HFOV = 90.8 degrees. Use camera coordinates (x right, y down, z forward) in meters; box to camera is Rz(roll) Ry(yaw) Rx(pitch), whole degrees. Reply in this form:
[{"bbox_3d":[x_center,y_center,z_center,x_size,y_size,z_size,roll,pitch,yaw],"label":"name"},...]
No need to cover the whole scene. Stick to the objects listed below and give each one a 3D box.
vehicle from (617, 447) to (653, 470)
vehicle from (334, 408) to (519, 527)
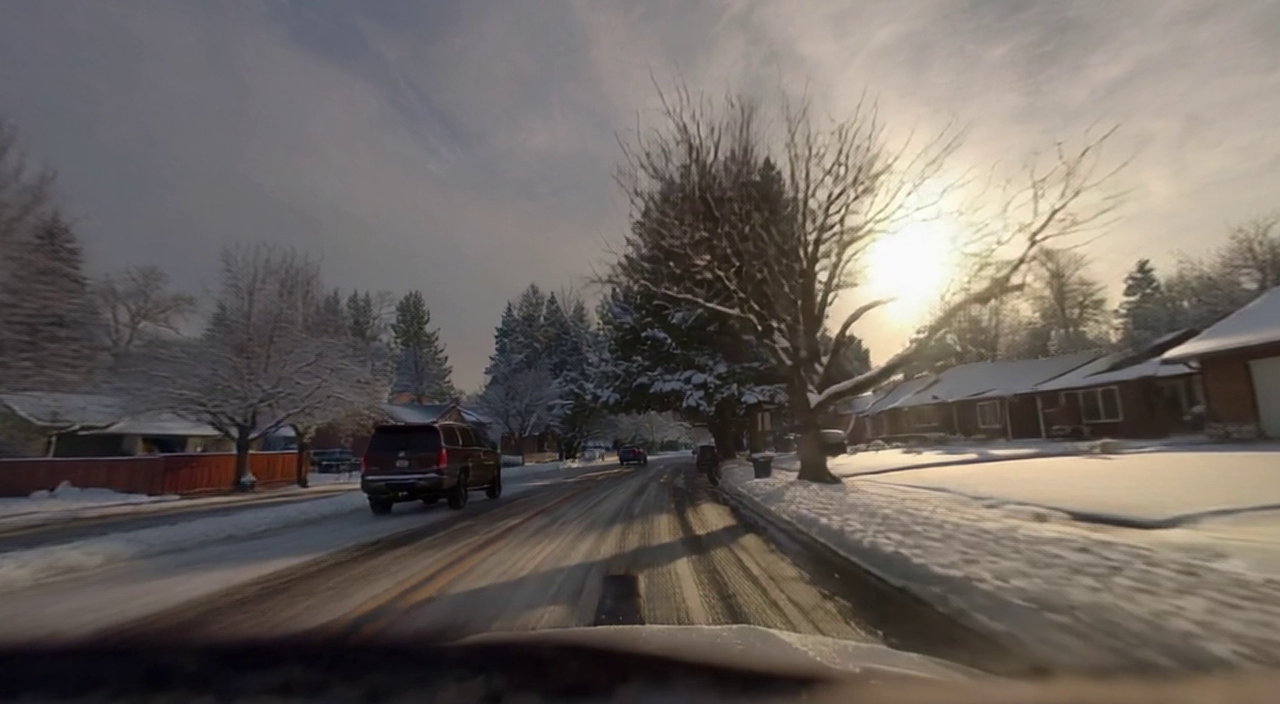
[{"bbox_3d":[-0.336,8.132,48.437,2.001,1.664,4.174,-1,-9,10],"label":"vehicle"},{"bbox_3d":[-4.274,2.434,13.818,2.085,2.084,5.133,0,-9,2],"label":"vehicle"}]
